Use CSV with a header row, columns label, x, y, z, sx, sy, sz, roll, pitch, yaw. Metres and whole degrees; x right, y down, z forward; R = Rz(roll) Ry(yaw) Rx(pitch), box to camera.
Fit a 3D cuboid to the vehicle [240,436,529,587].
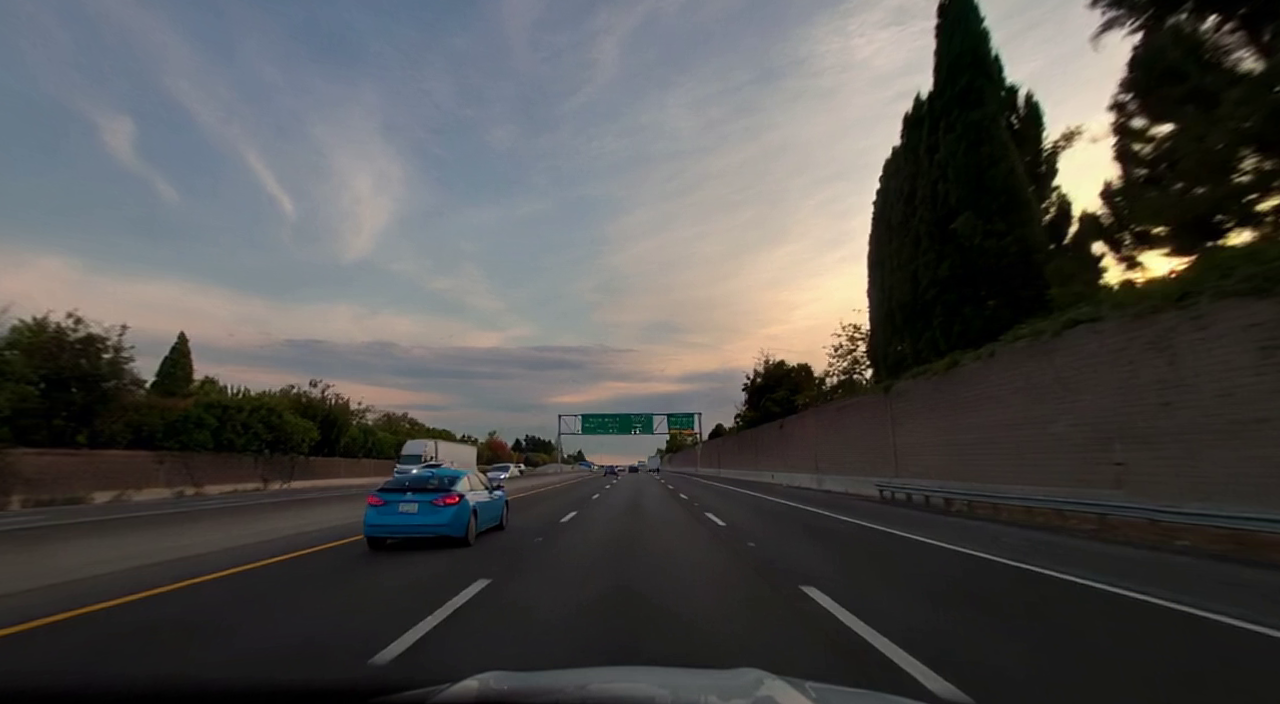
label,x,y,z,sx,sy,sz,roll,pitch,yaw
vehicle,-3.019,2.045,8.778,2.045,1.487,4.582,1,-10,0
